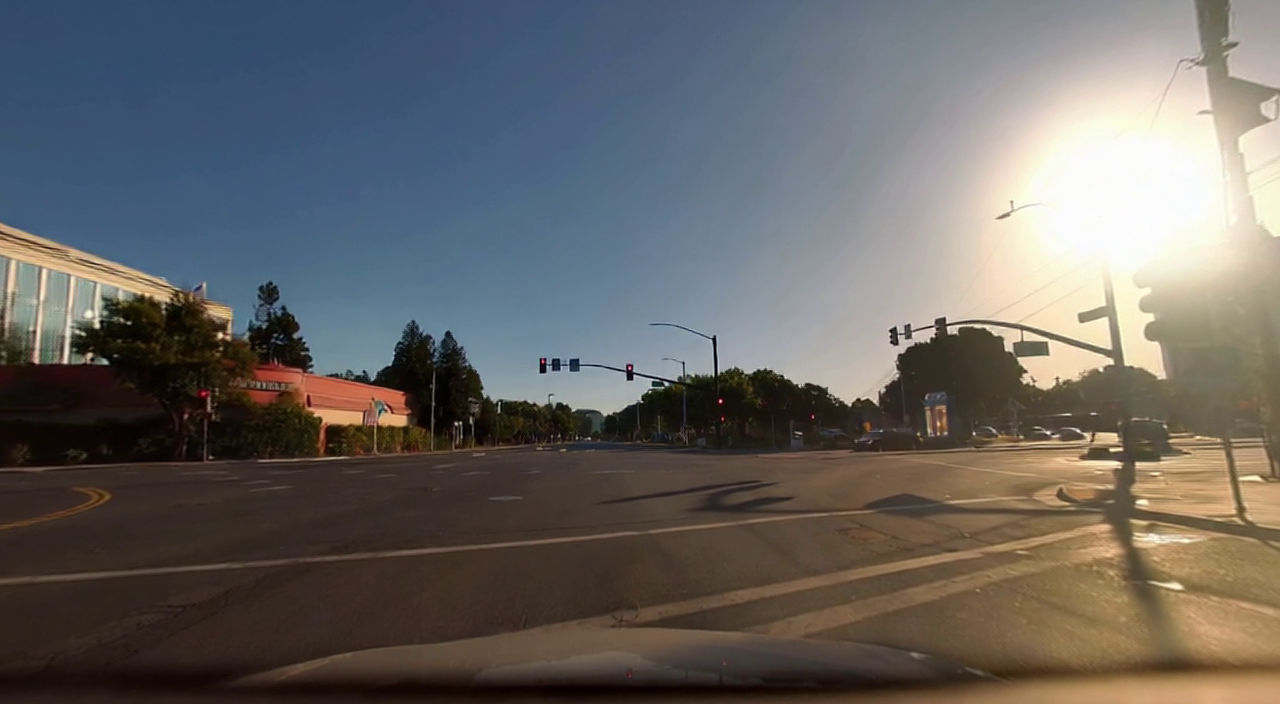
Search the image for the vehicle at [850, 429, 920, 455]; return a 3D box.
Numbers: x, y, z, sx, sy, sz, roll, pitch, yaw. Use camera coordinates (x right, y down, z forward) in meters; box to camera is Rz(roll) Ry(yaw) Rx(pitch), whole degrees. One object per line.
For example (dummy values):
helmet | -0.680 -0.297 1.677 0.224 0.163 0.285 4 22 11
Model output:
vehicle | 17.651 6.506 45.517 4.600 1.783 1.970 4 -10 -26
